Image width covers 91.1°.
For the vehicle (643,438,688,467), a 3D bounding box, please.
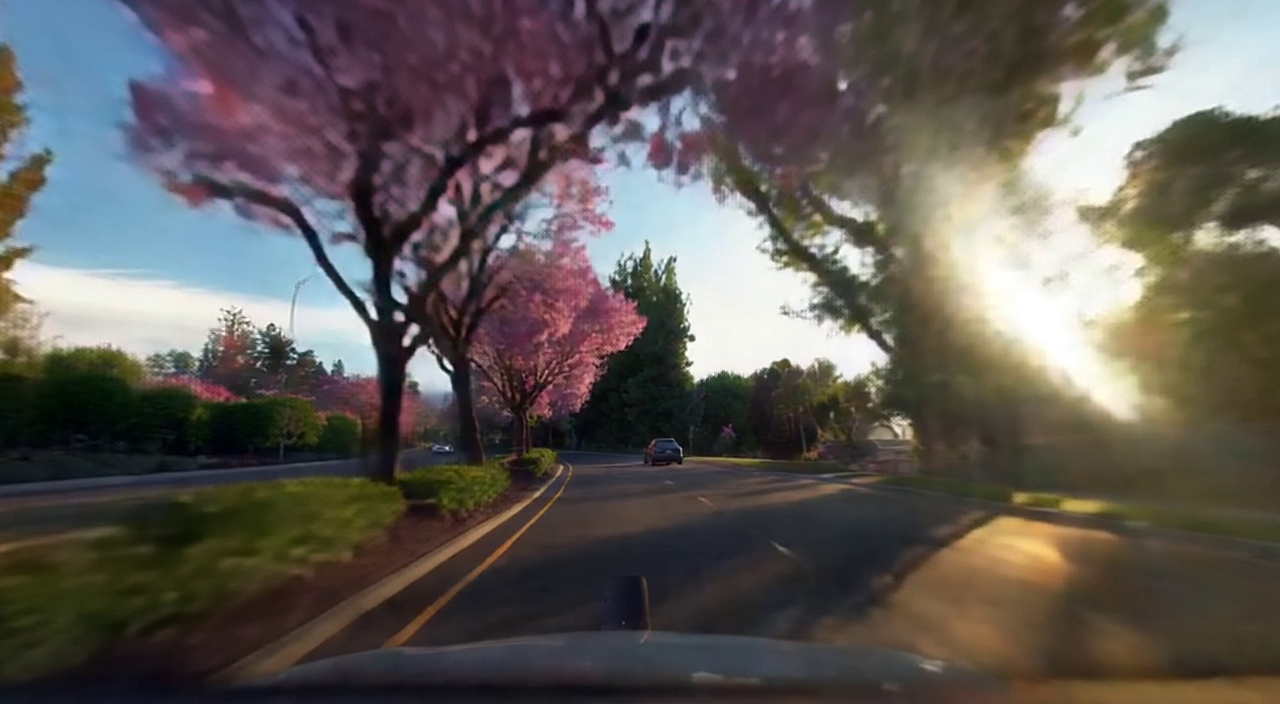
[{"bbox_3d":[1.614,6.726,42.013,2.166,1.828,4.607,1,-9,-8],"label":"vehicle"}]
